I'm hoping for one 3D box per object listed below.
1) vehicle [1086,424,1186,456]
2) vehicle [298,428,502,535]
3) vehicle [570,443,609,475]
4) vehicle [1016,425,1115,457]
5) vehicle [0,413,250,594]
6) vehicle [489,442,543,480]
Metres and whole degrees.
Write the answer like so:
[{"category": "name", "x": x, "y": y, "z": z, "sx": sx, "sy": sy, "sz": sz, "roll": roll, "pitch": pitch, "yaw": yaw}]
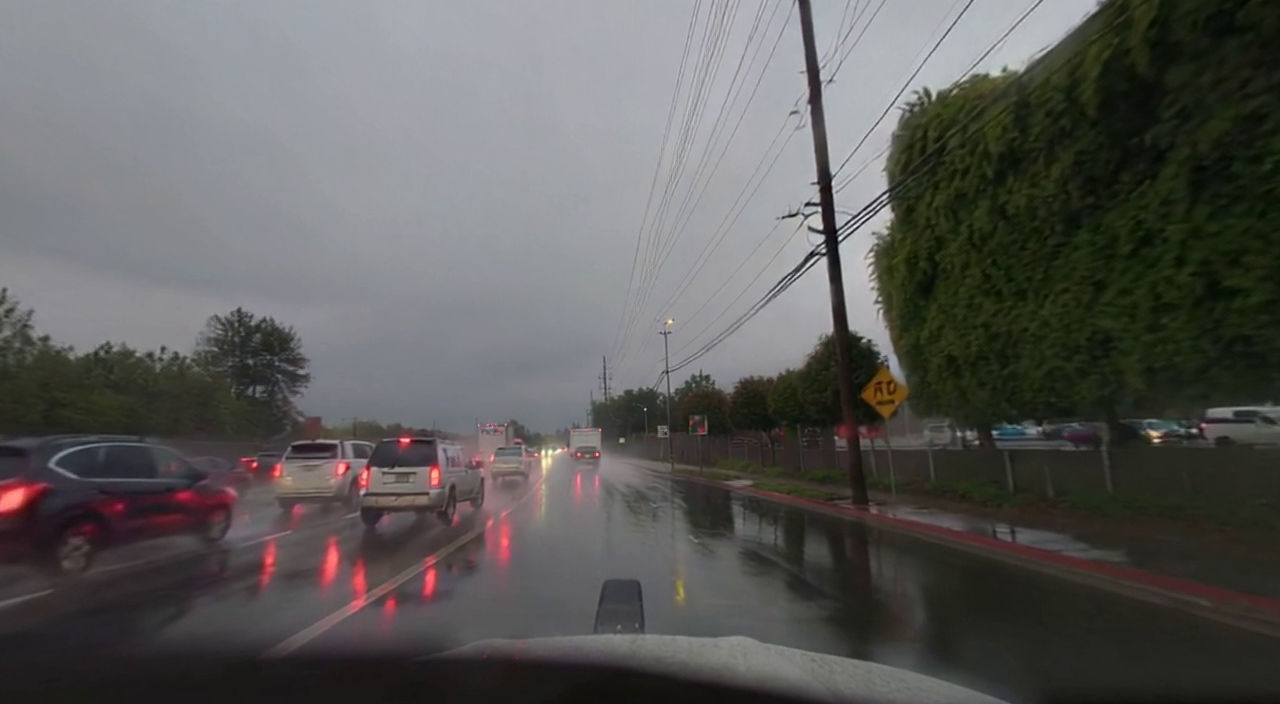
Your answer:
[{"category": "vehicle", "x": 36.779, "y": 6.551, "z": 46.761, "sx": 5.472, "sy": 2.276, "sz": 2.302, "roll": 1, "pitch": -8, "yaw": -2}, {"category": "vehicle", "x": -4.359, "y": 2.423, "z": 12.500, "sx": 2.388, "sy": 1.692, "sz": 4.684, "roll": 0, "pitch": -8, "yaw": -3}, {"category": "vehicle", "x": -2.876, "y": 5.993, "z": 35.581, "sx": 2.055, "sy": 1.671, "sz": 4.147, "roll": 1, "pitch": -8, "yaw": -6}, {"category": "vehicle", "x": 29.636, "y": 6.226, "z": 43.891, "sx": 5.535, "sy": 2.130, "sz": 2.145, "roll": 1, "pitch": -9, "yaw": -7}, {"category": "vehicle", "x": -7.324, "y": 1.750, "z": 7.974, "sx": 2.065, "sy": 1.739, "sz": 4.367, "roll": 0, "pitch": -8, "yaw": -2}, {"category": "vehicle", "x": -5.952, "y": 5.271, "z": 30.724, "sx": 2.057, "sy": 1.673, "sz": 4.934, "roll": 1, "pitch": -8, "yaw": -5}]
